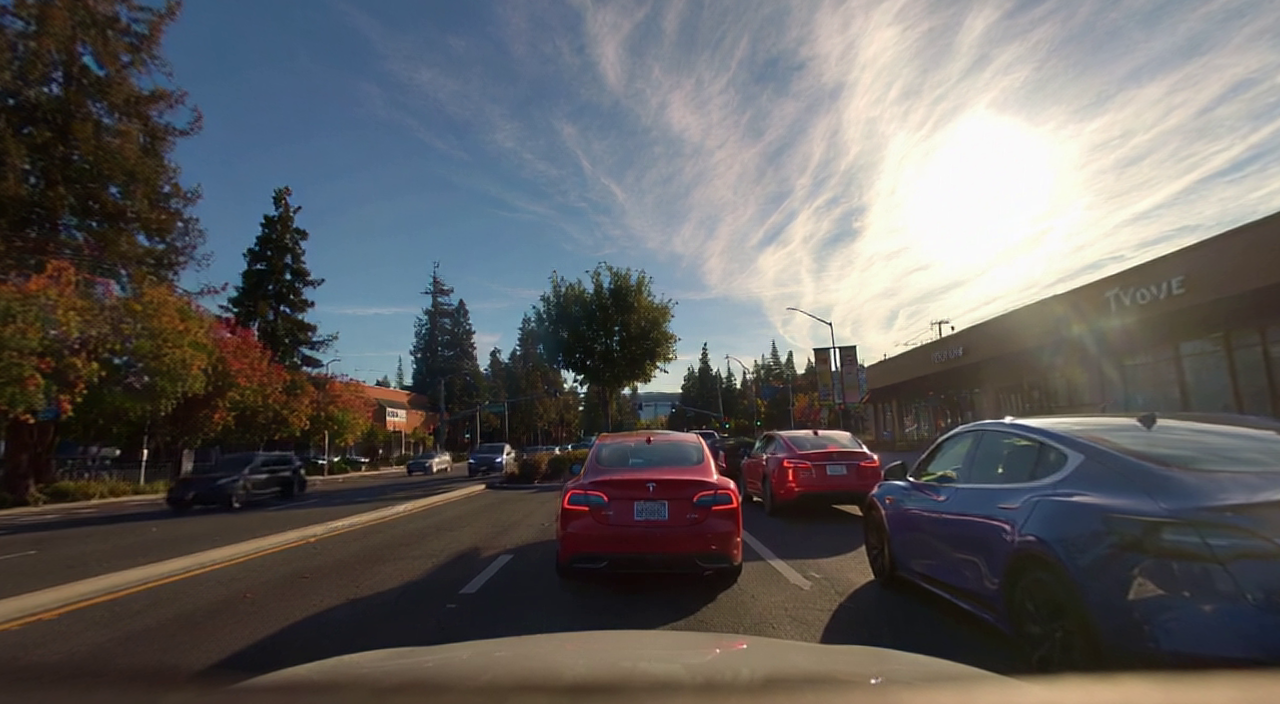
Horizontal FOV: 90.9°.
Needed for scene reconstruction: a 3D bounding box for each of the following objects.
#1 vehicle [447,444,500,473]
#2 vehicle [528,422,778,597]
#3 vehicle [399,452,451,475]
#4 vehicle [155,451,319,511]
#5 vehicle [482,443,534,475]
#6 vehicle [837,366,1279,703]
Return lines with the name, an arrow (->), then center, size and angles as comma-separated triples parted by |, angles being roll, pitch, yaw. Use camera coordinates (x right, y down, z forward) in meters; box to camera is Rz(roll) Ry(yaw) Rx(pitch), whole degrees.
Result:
vehicle -> -10.987, 7.027, 41.856 | 2.122, 1.786, 4.757 | 0, -8, 1
vehicle -> 0.116, 1.645, 7.439 | 2.137, 1.488, 3.938 | 0, -8, 0
vehicle -> -14.670, 7.605, 43.271 | 1.999, 1.462, 4.200 | 0, -8, 1
vehicle -> -11.582, 3.694, 18.553 | 1.917, 1.506, 4.280 | 0, -8, 1
vehicle -> -7.360, 6.001, 35.556 | 1.968, 1.682, 4.213 | 0, -8, 1
vehicle -> 3.203, 1.195, 4.640 | 2.038, 1.651, 4.455 | 0, -8, 0
